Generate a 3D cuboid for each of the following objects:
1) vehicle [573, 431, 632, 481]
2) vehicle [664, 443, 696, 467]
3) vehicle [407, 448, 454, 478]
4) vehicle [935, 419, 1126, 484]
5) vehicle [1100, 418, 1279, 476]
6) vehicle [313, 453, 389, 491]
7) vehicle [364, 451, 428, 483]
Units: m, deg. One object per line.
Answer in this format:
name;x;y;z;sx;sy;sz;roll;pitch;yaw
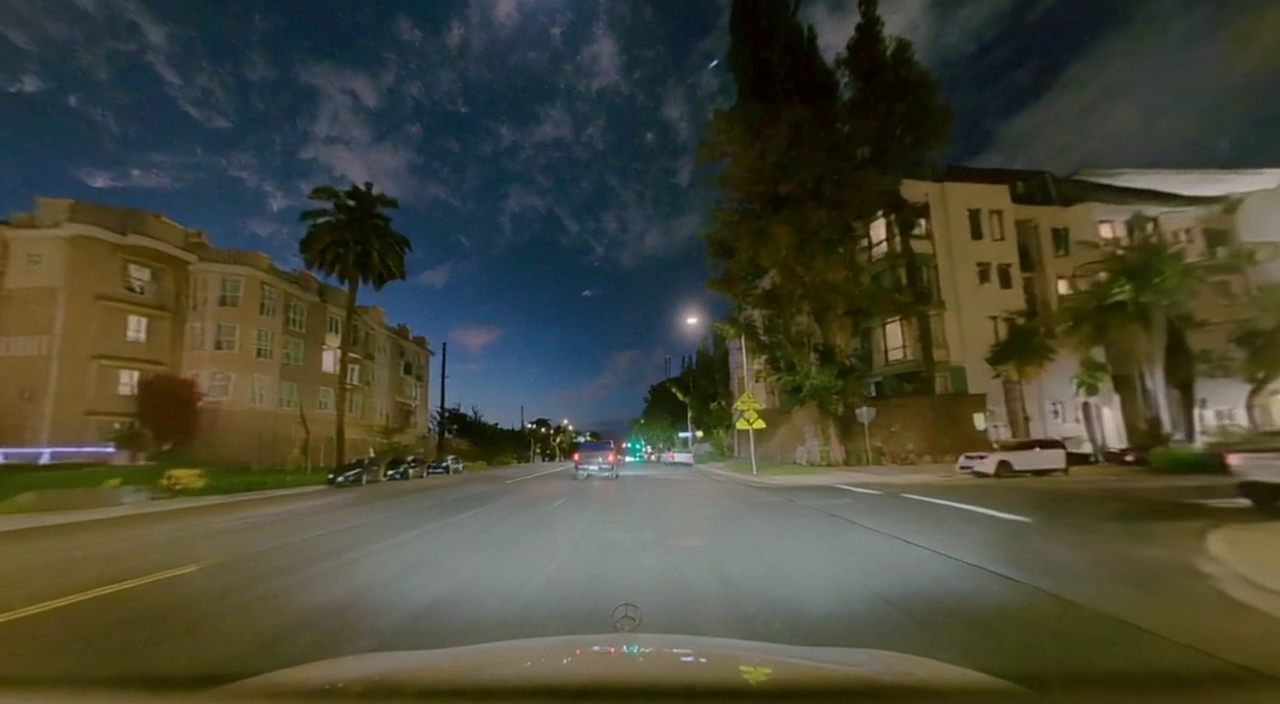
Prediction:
vehicle;-1.407;4.183;25.561;1.994;1.810;5.057;0;-9;1
vehicle;2.892;7.598;46.588;1.949;1.685;4.161;1;-9;-2
vehicle;-14.383;7.600;43.421;1.890;1.640;4.320;-3;-7;-1
vehicle;12.628;3.234;20.563;4.873;1.624;1.924;-4;-9;-3
vehicle;18.334;3.114;20.618;4.750;1.775;2.124;0;-9;0
vehicle;-14.397;5.951;31.636;1.884;1.451;4.435;-4;-7;-3
vehicle;-14.324;6.731;37.203;1.875;1.496;4.728;-4;-7;0
